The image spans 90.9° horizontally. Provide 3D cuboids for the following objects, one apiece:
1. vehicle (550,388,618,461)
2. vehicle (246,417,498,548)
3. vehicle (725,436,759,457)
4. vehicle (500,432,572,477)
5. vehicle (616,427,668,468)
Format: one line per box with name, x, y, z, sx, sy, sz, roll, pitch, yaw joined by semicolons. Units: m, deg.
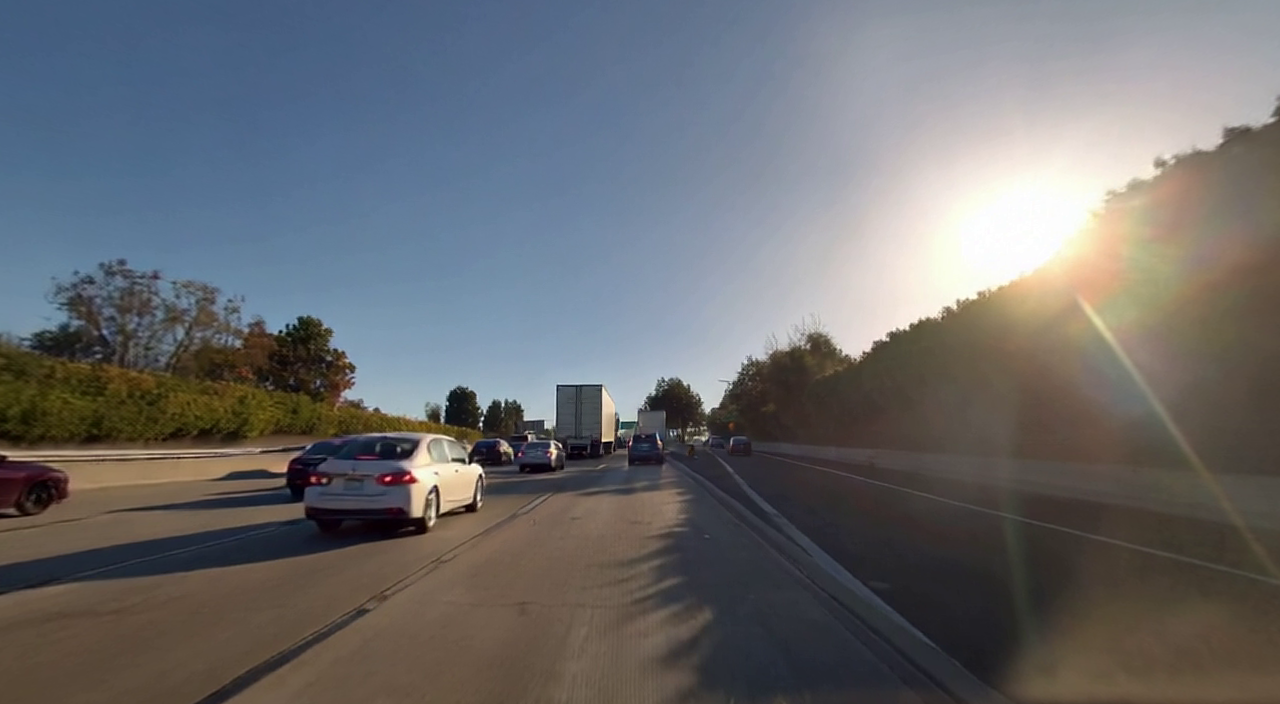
vehicle;-3.701;5.660;46.719;3.348;4.469;16.443;0;-9;1
vehicle;-3.780;1.920;10.010;1.866;1.568;4.603;0;-8;2
vehicle;7.534;7.048;46.978;2.176;1.493;3.955;-1;-8;4
vehicle;-4.005;4.016;25.015;2.124;1.627;3.863;0;-8;1
vehicle;0.096;4.595;30.428;2.325;1.864;4.128;0;-8;1
